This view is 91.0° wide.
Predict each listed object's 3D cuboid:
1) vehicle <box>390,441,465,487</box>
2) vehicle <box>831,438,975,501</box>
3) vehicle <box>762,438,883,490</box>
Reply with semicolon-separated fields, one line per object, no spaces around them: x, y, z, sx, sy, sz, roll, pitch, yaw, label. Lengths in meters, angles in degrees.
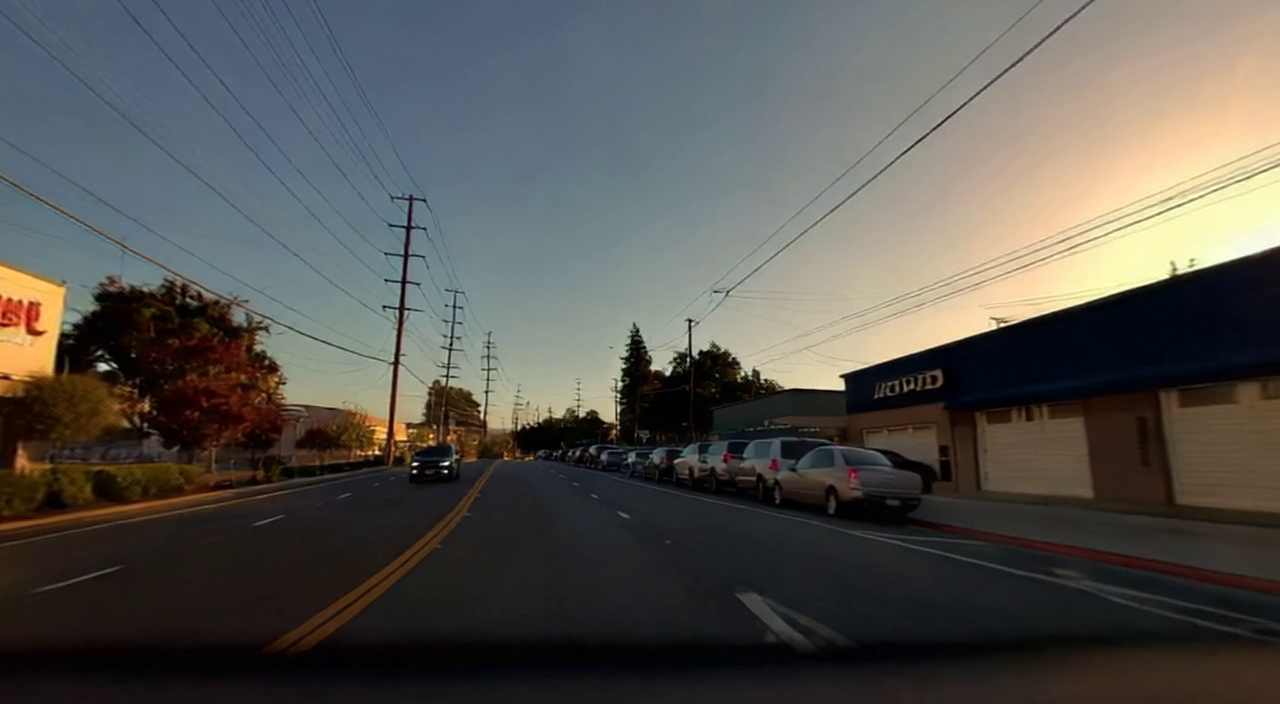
-7.780;4.105;23.444;2.122;1.517;4.465;1;-9;-12;vehicle
7.585;3.225;17.877;2.074;1.526;4.853;-8;-12;43;vehicle
6.348;3.774;21.615;2.057;1.564;4.502;-8;-12;43;vehicle
